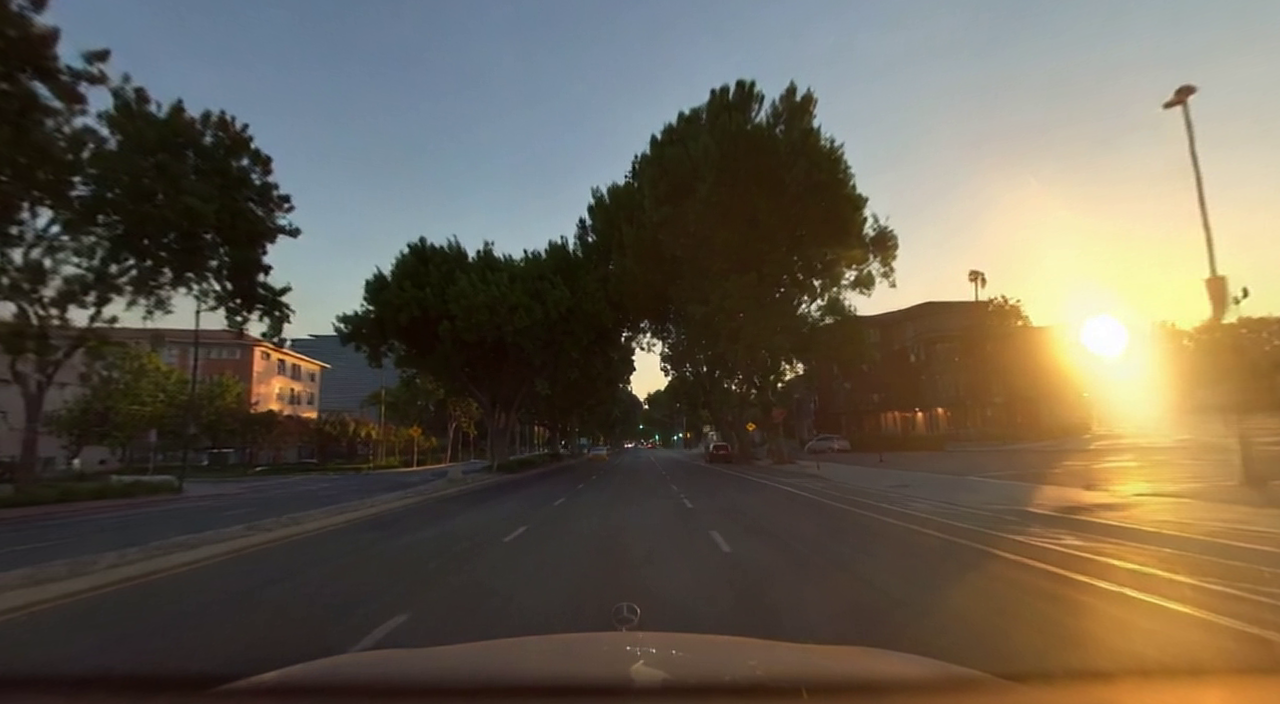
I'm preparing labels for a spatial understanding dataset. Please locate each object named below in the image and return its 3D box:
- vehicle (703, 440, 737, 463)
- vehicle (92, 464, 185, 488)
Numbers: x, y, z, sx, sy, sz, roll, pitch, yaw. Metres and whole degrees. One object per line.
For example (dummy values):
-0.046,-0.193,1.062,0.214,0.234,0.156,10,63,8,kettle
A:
6.057,7.566,48.227,1.986,1.682,4.341,0,-8,0,vehicle
-32.513,8.017,41.027,4.359,1.405,1.831,0,-8,-1,vehicle
